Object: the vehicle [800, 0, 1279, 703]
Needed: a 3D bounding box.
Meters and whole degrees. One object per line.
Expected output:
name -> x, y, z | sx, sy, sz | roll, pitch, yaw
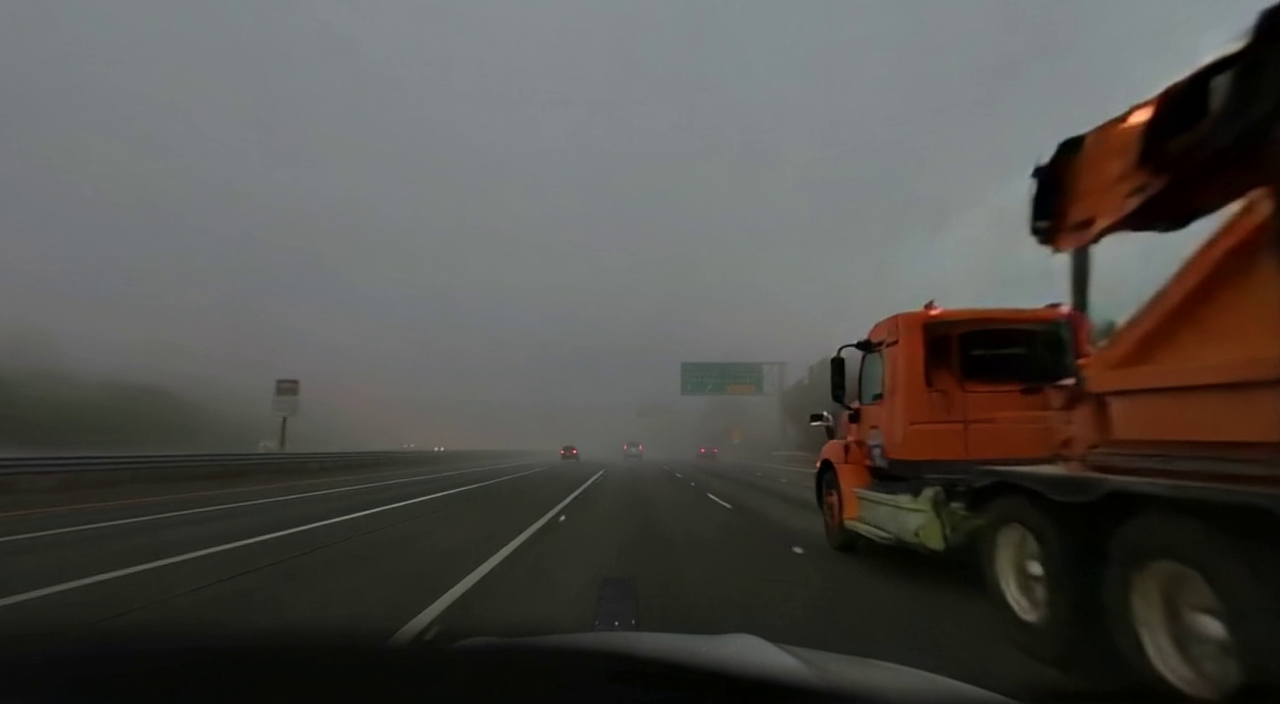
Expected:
vehicle -> 3.860, 0.193, 3.815 | 2.966, 3.586, 10.563 | 0, -8, 0
